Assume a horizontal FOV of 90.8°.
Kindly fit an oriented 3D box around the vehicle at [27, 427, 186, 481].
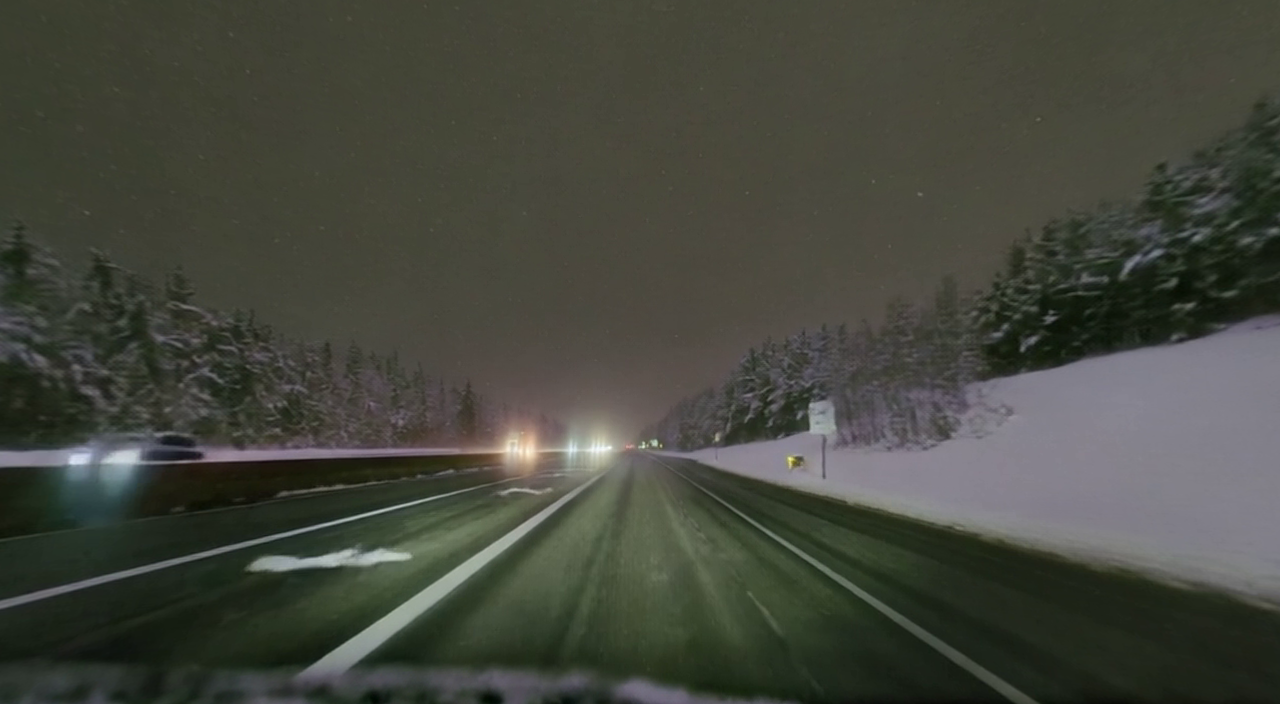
[{"bbox_3d":[-19.601,3.777,23.506,2.016,1.787,4.393,0,-9,0],"label":"vehicle"}]
